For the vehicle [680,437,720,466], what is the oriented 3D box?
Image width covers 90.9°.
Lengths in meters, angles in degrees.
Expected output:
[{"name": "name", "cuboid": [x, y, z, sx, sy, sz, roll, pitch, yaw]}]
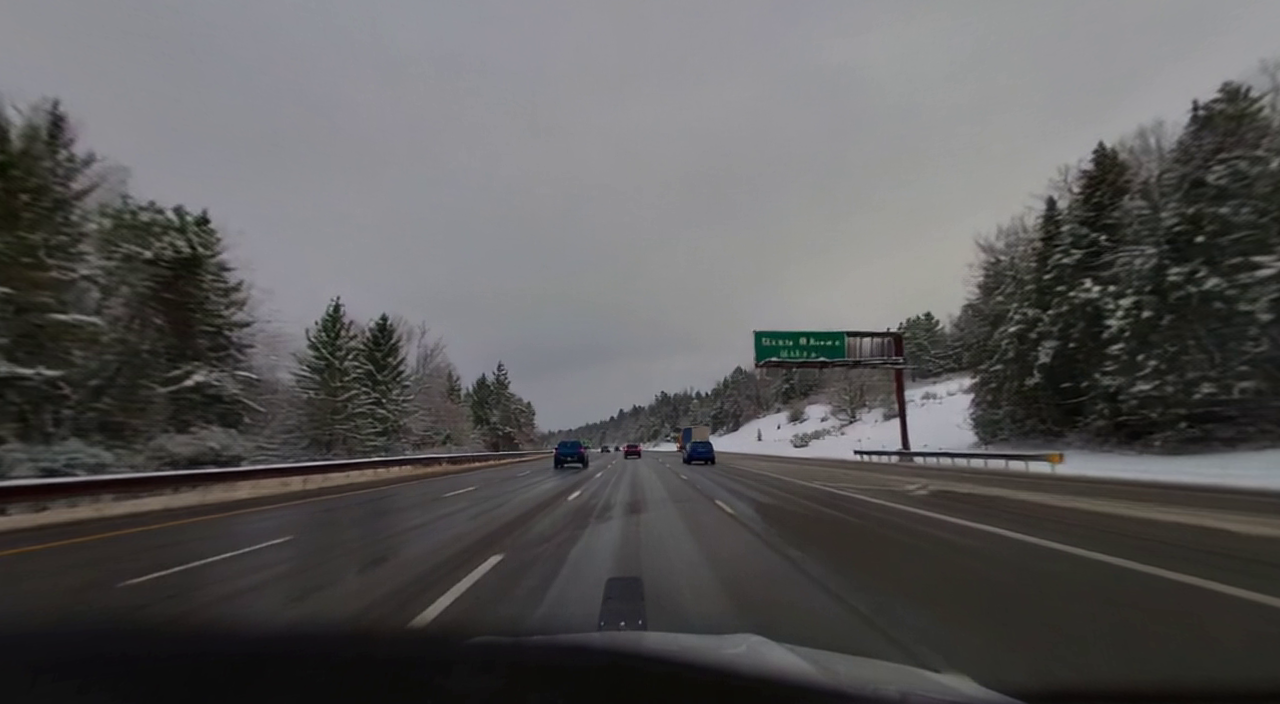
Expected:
[{"name": "vehicle", "cuboid": [3.780, 6.327, 40.372, 1.995, 1.712, 4.206, 0, -8, -2]}]

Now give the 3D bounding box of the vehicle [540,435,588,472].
[{"name": "vehicle", "cuboid": [-4.114, 5.570, 34.878, 2.120, 1.855, 4.619, 0, -8, 0]}]
